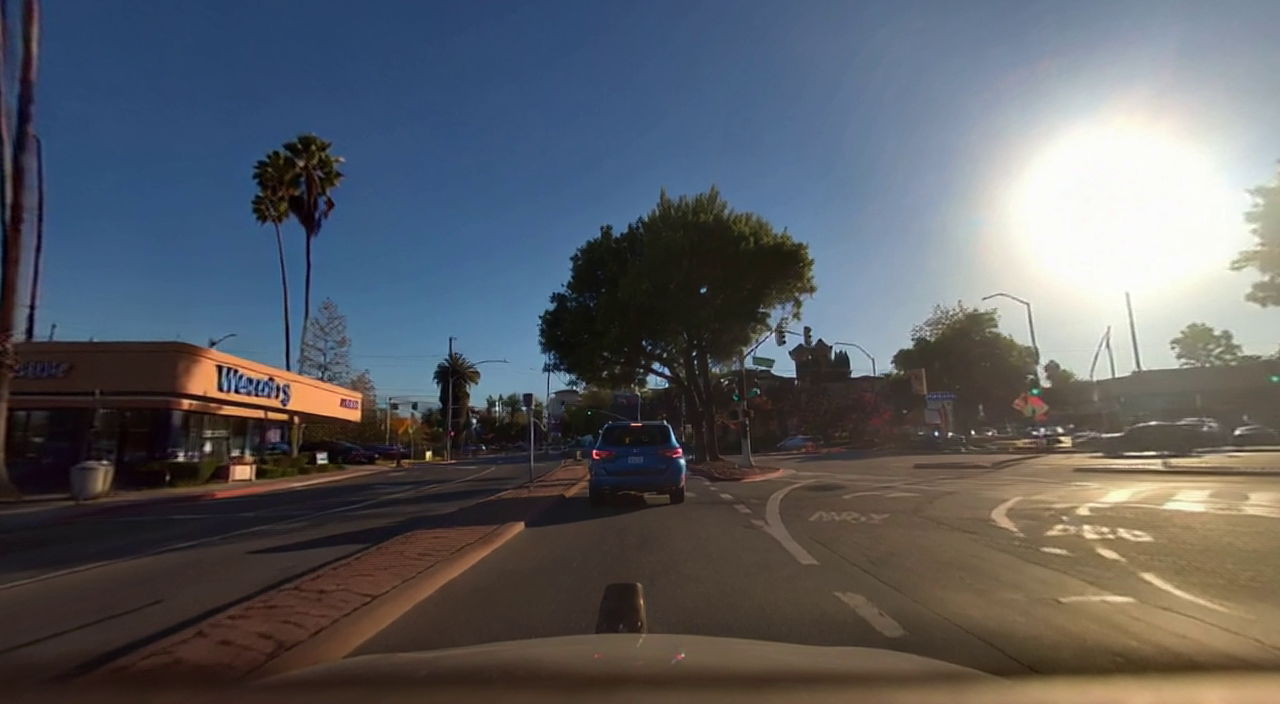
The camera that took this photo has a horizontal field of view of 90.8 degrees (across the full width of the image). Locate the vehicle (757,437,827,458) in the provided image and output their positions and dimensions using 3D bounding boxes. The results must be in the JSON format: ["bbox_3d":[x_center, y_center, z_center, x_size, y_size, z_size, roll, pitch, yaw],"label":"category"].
[{"bbox_3d":[11.196,7.054,46.715,4.665,1.467,1.833,-6,-10,34],"label":"vehicle"}]

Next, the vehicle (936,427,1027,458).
[{"bbox_3d":[21.625,5.752,40.072,4.852,1.847,1.983,-5,-10,32],"label":"vehicle"}]

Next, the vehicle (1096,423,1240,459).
[{"bbox_3d":[28.981,4.927,34.987,5.809,1.839,1.957,-6,-10,34],"label":"vehicle"}]

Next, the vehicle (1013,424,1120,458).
[{"bbox_3d":[23.315,4.900,34.719,4.641,1.778,1.958,-5,-10,32],"label":"vehicle"}]

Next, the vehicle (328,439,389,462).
[{"bbox_3d":[-22.095,7.699,49.531,4.790,1.687,1.969,-6,-10,33],"label":"vehicle"}]

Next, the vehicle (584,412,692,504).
[{"bbox_3d":[-0.007,2.571,15.711,2.263,1.932,4.709,0,-8,1],"label":"vehicle"}]
